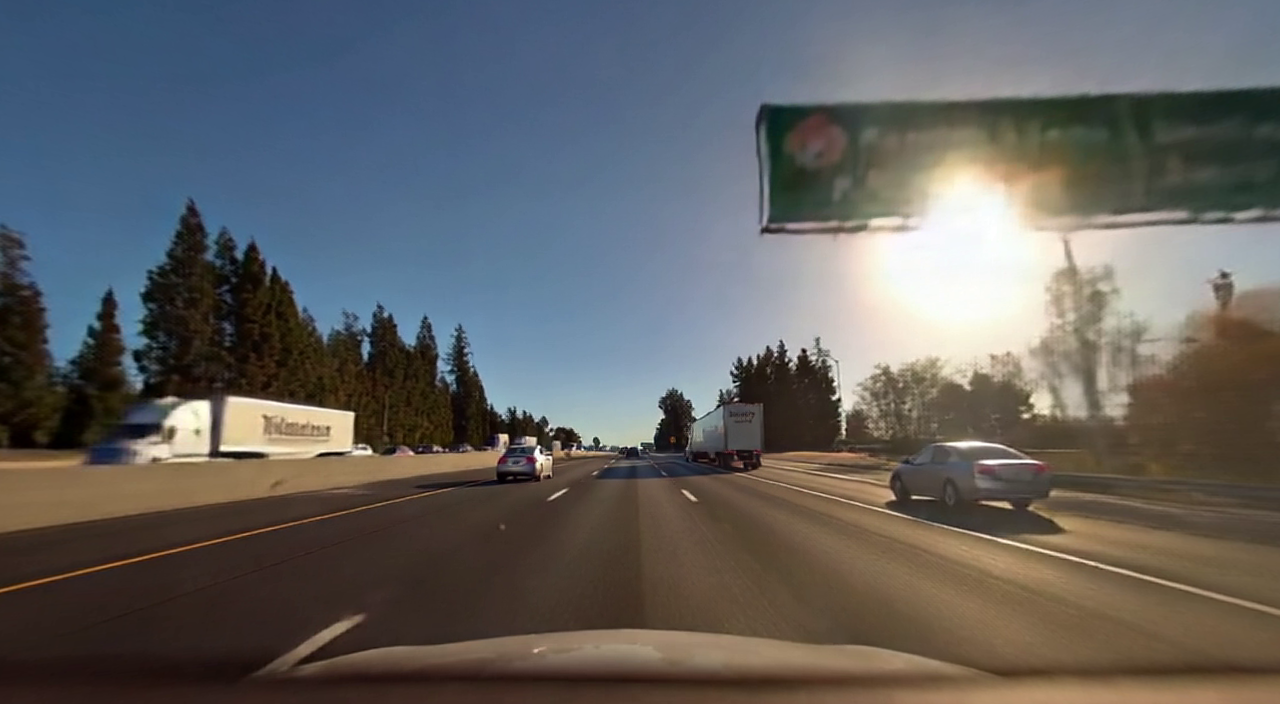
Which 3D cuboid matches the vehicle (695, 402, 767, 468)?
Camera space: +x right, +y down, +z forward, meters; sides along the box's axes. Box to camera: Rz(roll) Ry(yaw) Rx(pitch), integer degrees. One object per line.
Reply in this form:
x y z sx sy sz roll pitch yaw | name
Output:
6.489 6.479 48.224 2.919 4.195 15.833 0 -9 -1 | vehicle

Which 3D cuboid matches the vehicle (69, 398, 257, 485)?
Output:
-20.564 3.972 27.932 2.949 3.338 6.668 0 -9 0 | vehicle

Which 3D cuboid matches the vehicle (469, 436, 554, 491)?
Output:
-4.212 3.726 21.447 2.027 1.651 4.099 0 -9 0 | vehicle

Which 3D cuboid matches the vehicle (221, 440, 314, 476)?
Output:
-16.492 4.702 28.183 1.805 1.492 3.824 0 -9 -1 | vehicle

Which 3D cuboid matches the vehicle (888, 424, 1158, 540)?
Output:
6.365 2.195 11.308 1.991 1.647 4.409 0 -9 -1 | vehicle
